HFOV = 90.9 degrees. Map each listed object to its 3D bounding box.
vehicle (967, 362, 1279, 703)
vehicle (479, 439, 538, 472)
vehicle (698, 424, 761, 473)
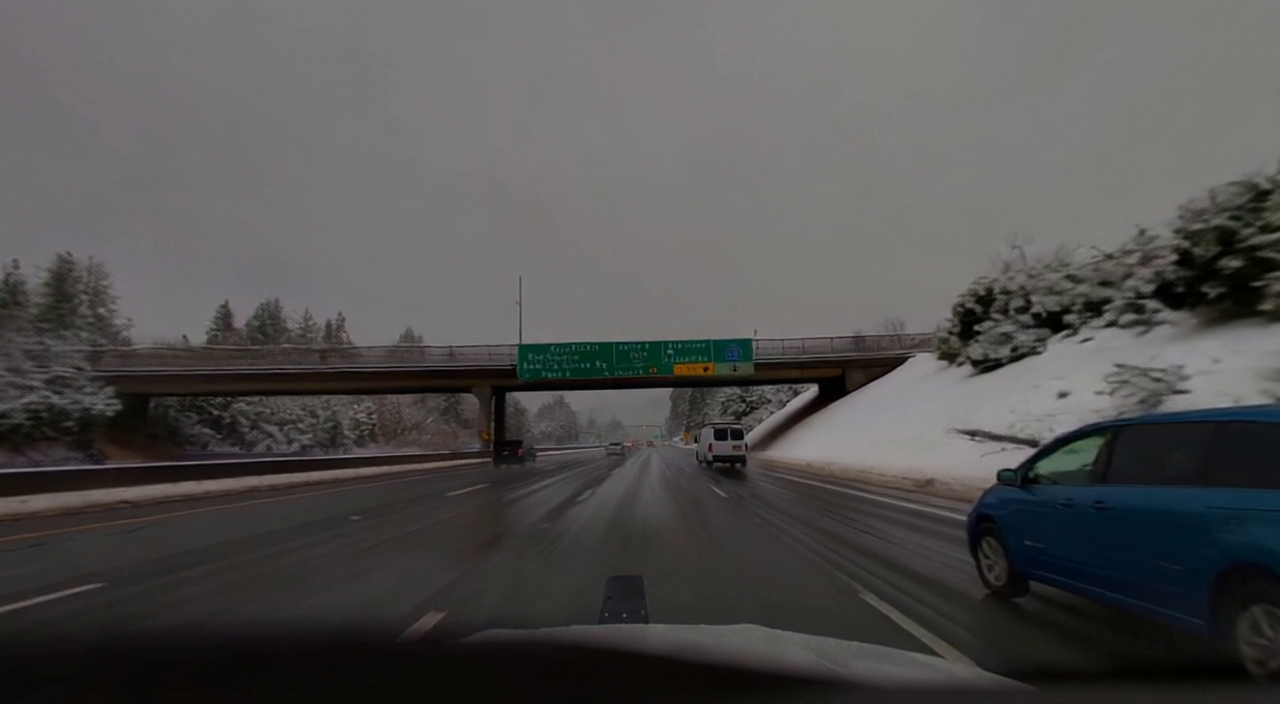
[{"bbox_3d":[4.107,0.981,3.568,2.100,1.690,4.536,0,-8,1],"label":"vehicle"},{"bbox_3d":[-6.976,5.533,33.983,2.068,1.632,4.623,-1,-8,2],"label":"vehicle"},{"bbox_3d":[4.400,4.886,31.976,2.347,2.234,5.352,0,-8,0],"label":"vehicle"}]
